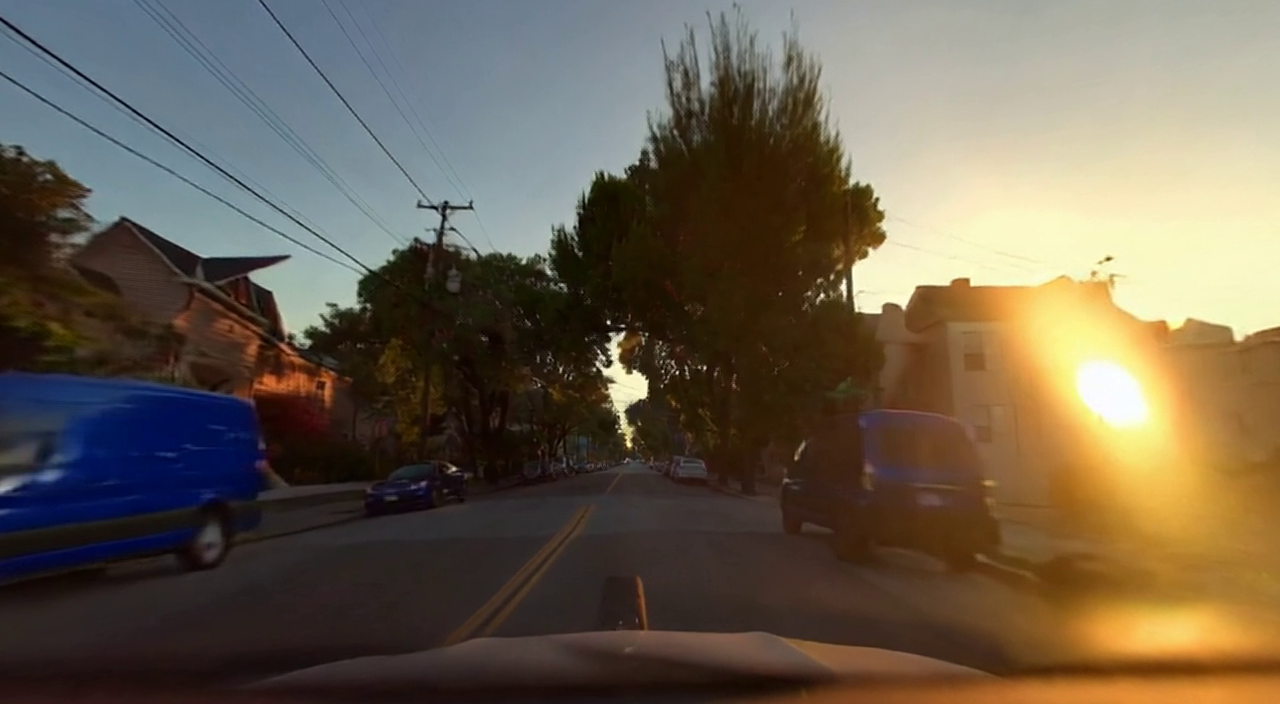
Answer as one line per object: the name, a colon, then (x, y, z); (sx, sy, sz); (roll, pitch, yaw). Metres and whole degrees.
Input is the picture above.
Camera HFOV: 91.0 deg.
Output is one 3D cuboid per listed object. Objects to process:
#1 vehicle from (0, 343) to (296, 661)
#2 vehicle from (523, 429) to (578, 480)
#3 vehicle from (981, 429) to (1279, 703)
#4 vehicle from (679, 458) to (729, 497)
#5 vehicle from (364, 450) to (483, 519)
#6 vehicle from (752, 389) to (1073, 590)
vehicle: (-6.757, 1.438, 7.143); (2.508, 2.712, 5.809); (-2, -4, 0)
vehicle: (-6.905, 8.153, 49.675); (3.115, 3.562, 7.695); (-2, -10, 0)
vehicle: (3.212, 0.959, 1.911); (1.796, 1.449, 4.373); (0, -9, -2)
vehicle: (3.124, 6.231, 31.605); (2.010, 1.661, 4.615); (0, -9, 0)
vehicle: (-6.645, 4.064, 19.928); (2.057, 1.632, 4.730); (-1, -6, 1)
vehicle: (3.113, 1.719, 8.736); (2.145, 1.935, 5.054); (0, -9, 0)
